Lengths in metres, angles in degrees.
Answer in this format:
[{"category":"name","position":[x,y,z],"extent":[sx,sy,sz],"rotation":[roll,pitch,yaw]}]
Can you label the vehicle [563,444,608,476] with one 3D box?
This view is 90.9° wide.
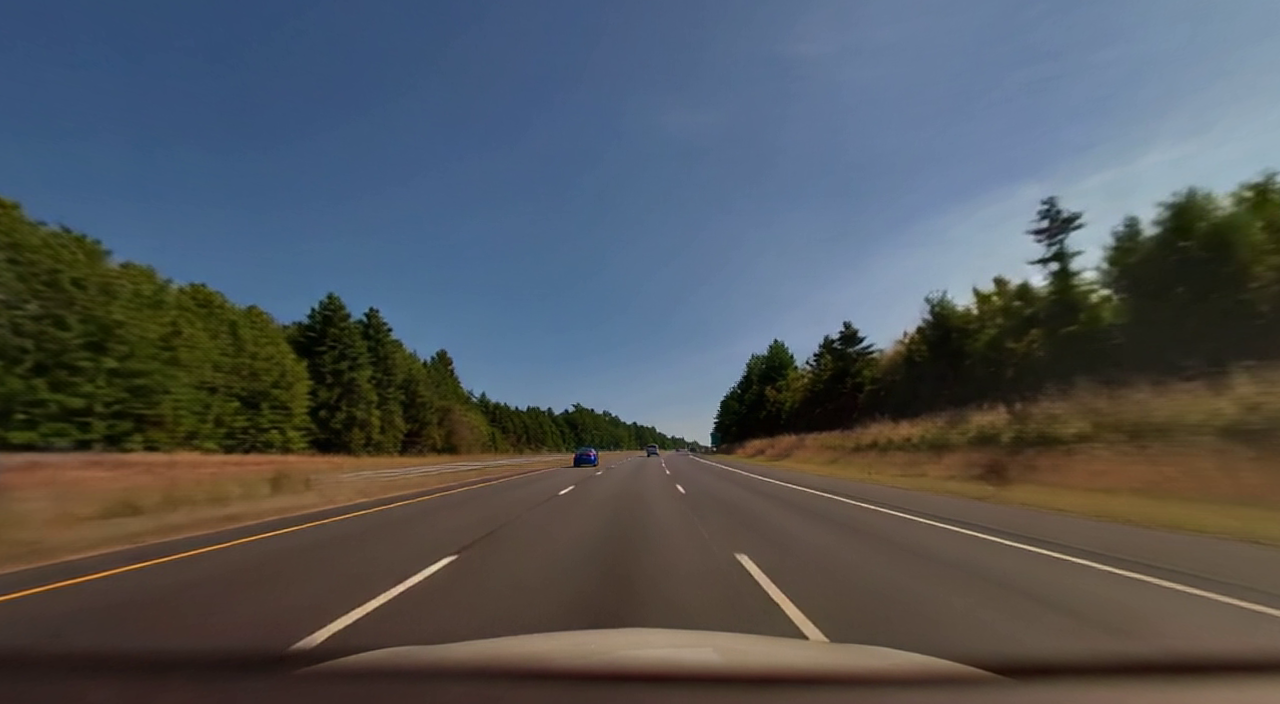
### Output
[{"category":"vehicle","position":[-2.886,5.819,34.195],"extent":[1.959,1.571,4.313],"rotation":[-1,-9,1]}]
